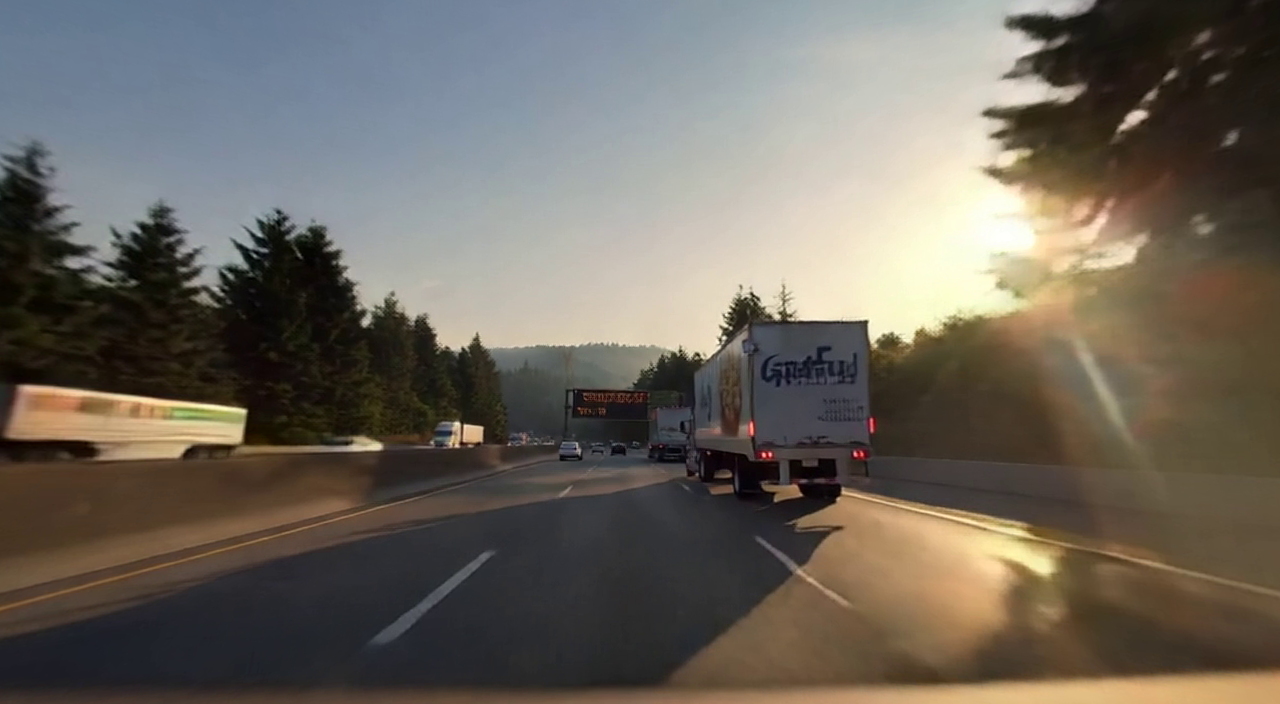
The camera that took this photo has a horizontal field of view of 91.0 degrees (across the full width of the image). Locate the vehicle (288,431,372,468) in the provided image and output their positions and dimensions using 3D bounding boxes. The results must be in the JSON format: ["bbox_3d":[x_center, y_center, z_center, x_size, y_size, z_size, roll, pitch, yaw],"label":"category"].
[{"bbox_3d":[-13.582,4.297,27.839,1.813,1.506,3.845,0,-8,-1],"label":"vehicle"}]

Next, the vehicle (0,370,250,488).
[{"bbox_3d":[-20.386,3.017,23.697,2.782,3.431,14.254,0,-8,-2],"label":"vehicle"}]

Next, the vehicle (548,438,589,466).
[{"bbox_3d":[-4.500,6.313,39.997,2.206,1.644,4.027,0,-8,-1],"label":"vehicle"}]

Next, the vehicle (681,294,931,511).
[{"bbox_3d":[3.475,1.861,18.437,3.116,3.992,13.748,0,-8,-2],"label":"vehicle"}]
